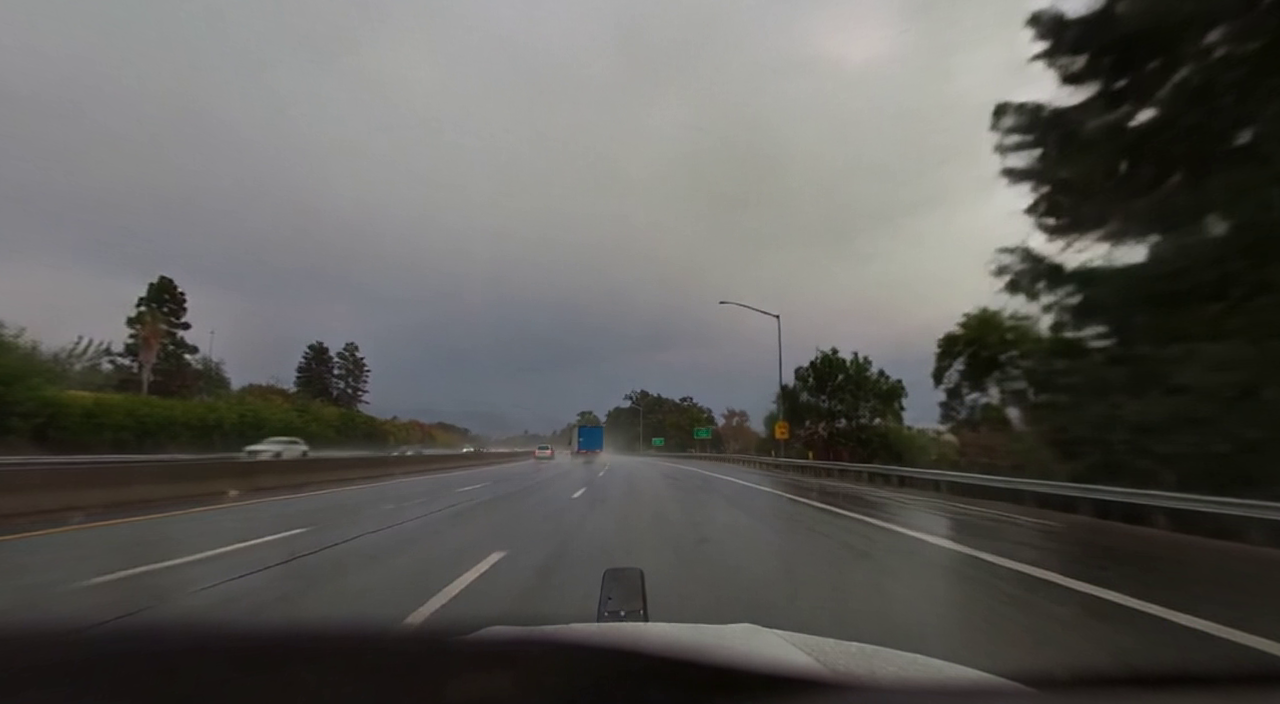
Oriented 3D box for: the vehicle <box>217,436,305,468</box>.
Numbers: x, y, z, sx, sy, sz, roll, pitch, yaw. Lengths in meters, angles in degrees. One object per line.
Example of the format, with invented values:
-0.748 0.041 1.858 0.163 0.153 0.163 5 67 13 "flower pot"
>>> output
-21.387 5.663 35.860 2.018 1.689 4.895 0 -8 -2 "vehicle"
